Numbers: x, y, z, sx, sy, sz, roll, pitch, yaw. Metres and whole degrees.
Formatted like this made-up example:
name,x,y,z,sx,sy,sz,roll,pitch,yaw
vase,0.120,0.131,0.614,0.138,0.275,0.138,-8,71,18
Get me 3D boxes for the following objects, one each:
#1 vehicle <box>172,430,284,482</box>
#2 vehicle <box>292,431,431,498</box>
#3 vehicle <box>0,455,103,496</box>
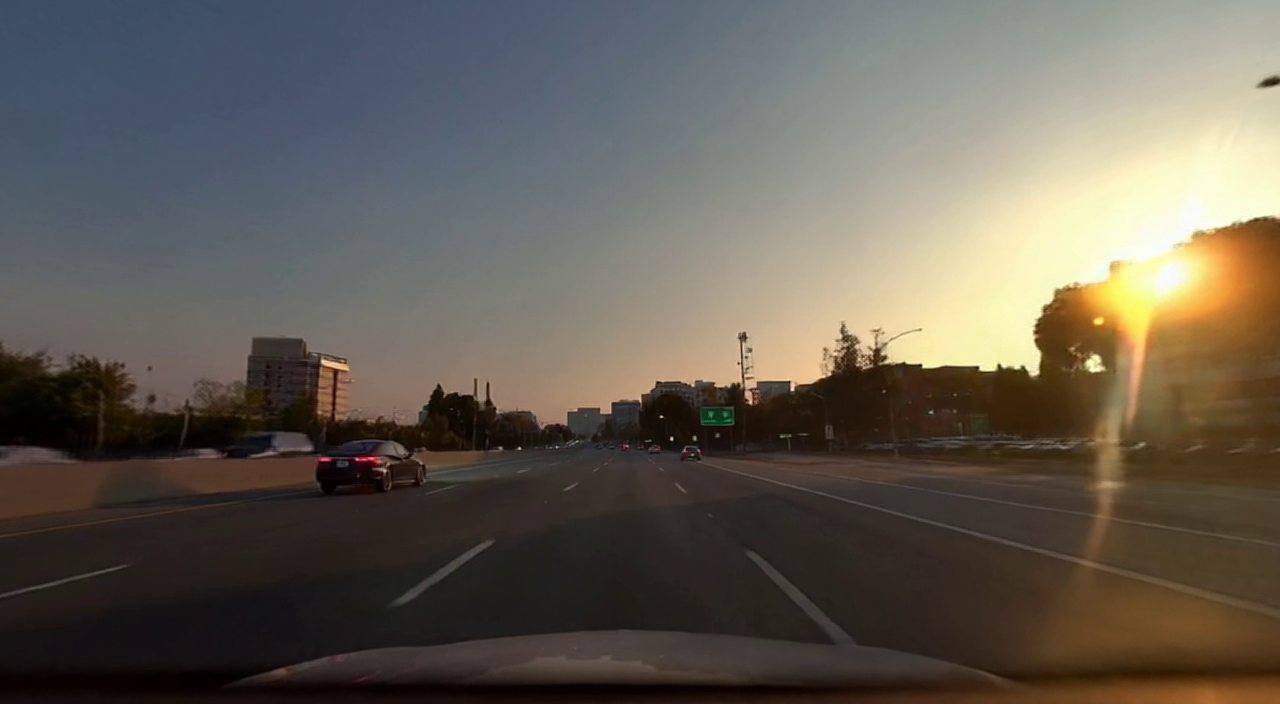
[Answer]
name,x,y,z,sx,sy,sz,roll,pitch,yaw
vehicle,-18.167,4.598,28.174,1.989,2.086,4.489,0,-9,-1
vehicle,-7.922,3.232,18.538,2.089,1.724,4.327,0,-9,0
vehicle,-24.318,4.876,25.330,1.766,1.446,4.434,0,-9,-2
